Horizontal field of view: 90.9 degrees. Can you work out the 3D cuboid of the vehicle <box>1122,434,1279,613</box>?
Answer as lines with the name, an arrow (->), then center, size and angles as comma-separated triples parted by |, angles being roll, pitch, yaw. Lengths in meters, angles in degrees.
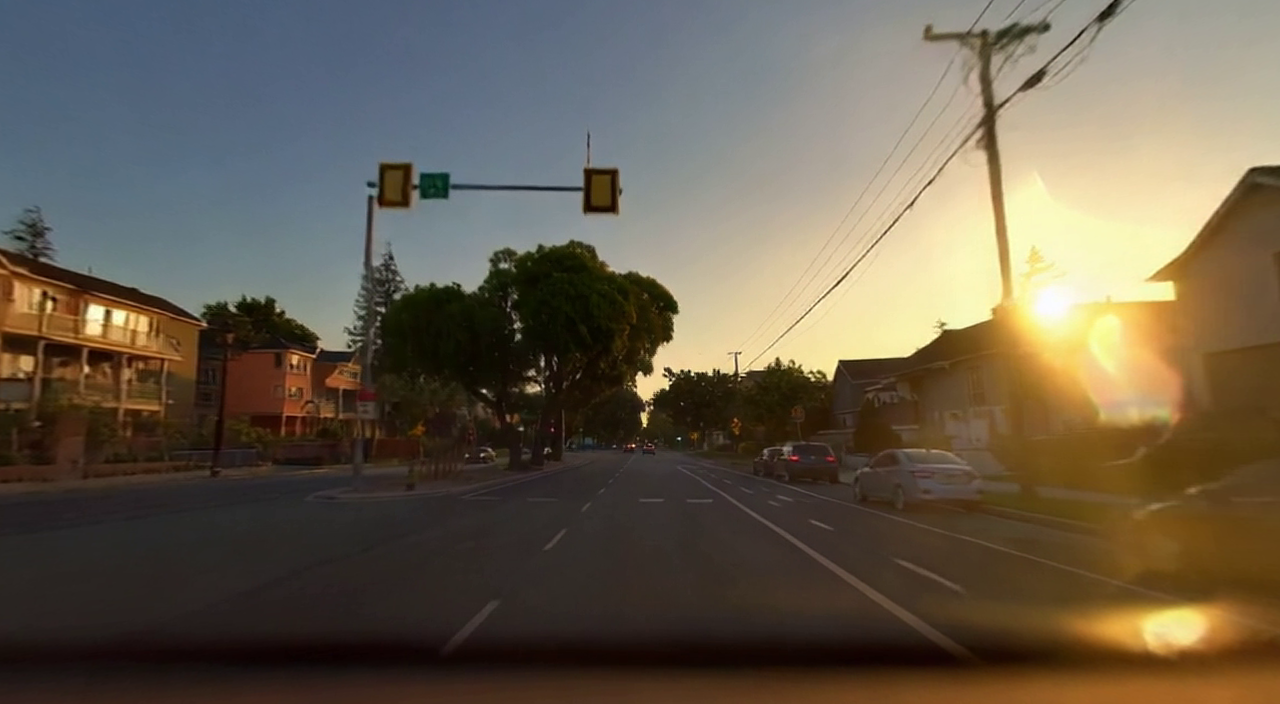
vehicle -> 6.207, 1.325, 4.640 | 1.936, 1.456, 4.445 | -1, -9, 3

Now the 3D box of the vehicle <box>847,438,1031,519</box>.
vehicle -> 6.308, 2.697, 13.990 | 1.976, 1.498, 4.390 | 0, -9, 1

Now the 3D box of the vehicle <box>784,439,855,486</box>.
vehicle -> 6.480, 4.010, 23.038 | 1.752, 1.590, 3.090 | -1, -9, 2

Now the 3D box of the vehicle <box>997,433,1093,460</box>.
vehicle -> 30.378, 7.120, 47.492 | 5.683, 1.922, 2.104 | -4, -9, 23

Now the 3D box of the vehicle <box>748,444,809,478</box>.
vehicle -> 6.393, 5.068, 29.645 | 1.974, 1.444, 4.494 | 0, -9, 2
